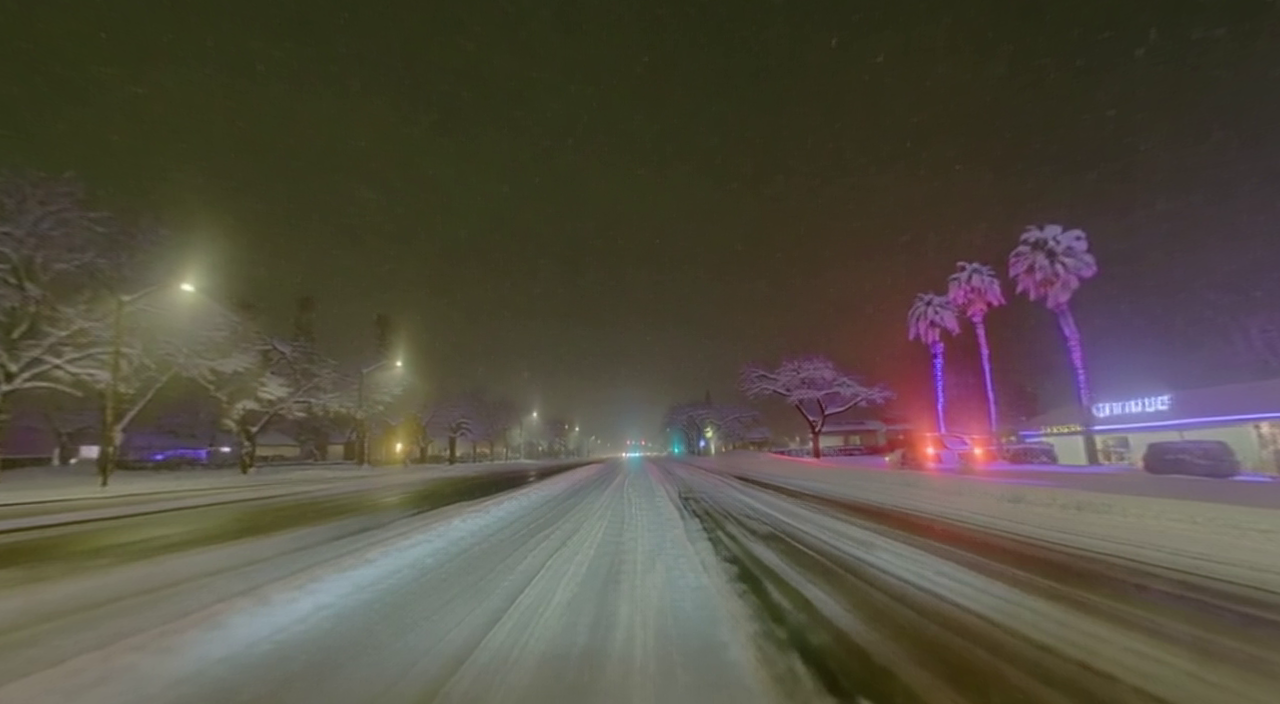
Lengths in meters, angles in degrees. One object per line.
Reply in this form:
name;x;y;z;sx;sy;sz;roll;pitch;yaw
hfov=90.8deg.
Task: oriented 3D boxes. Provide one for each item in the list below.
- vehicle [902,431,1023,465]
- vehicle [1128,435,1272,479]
vehicle;21.527;6.411;42.408;6.489;2.179;2.882;0;-8;-2
vehicle;20.602;3.859;23.362;3.576;1.443;1.822;-2;-8;-2
